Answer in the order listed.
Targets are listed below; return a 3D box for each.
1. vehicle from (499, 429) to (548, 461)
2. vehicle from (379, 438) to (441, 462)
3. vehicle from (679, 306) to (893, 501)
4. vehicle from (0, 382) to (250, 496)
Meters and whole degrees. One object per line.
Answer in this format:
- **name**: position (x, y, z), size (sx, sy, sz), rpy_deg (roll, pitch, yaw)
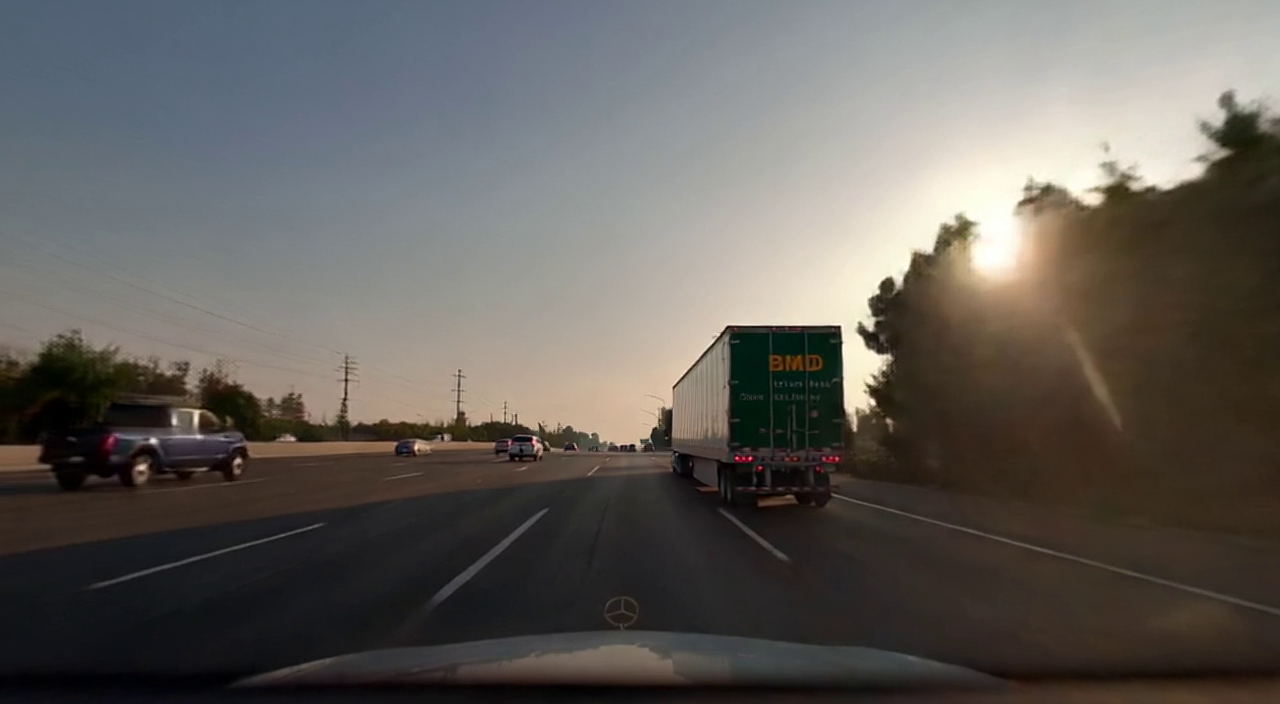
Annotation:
- **vehicle**: position (-7.400, 5.987, 40.611), size (2.100, 1.905, 5.119), rpy_deg (0, -8, 0)
- **vehicle**: position (-14.105, 6.043, 39.026), size (2.067, 1.398, 4.863), rpy_deg (0, -8, -1)
- **vehicle**: position (3.375, 2.092, 20.255), size (2.891, 3.944, 15.051), rpy_deg (0, -8, -2)
- **vehicle**: position (-13.990, 2.415, 17.493), size (2.307, 2.571, 6.260), rpy_deg (0, -8, 0)
